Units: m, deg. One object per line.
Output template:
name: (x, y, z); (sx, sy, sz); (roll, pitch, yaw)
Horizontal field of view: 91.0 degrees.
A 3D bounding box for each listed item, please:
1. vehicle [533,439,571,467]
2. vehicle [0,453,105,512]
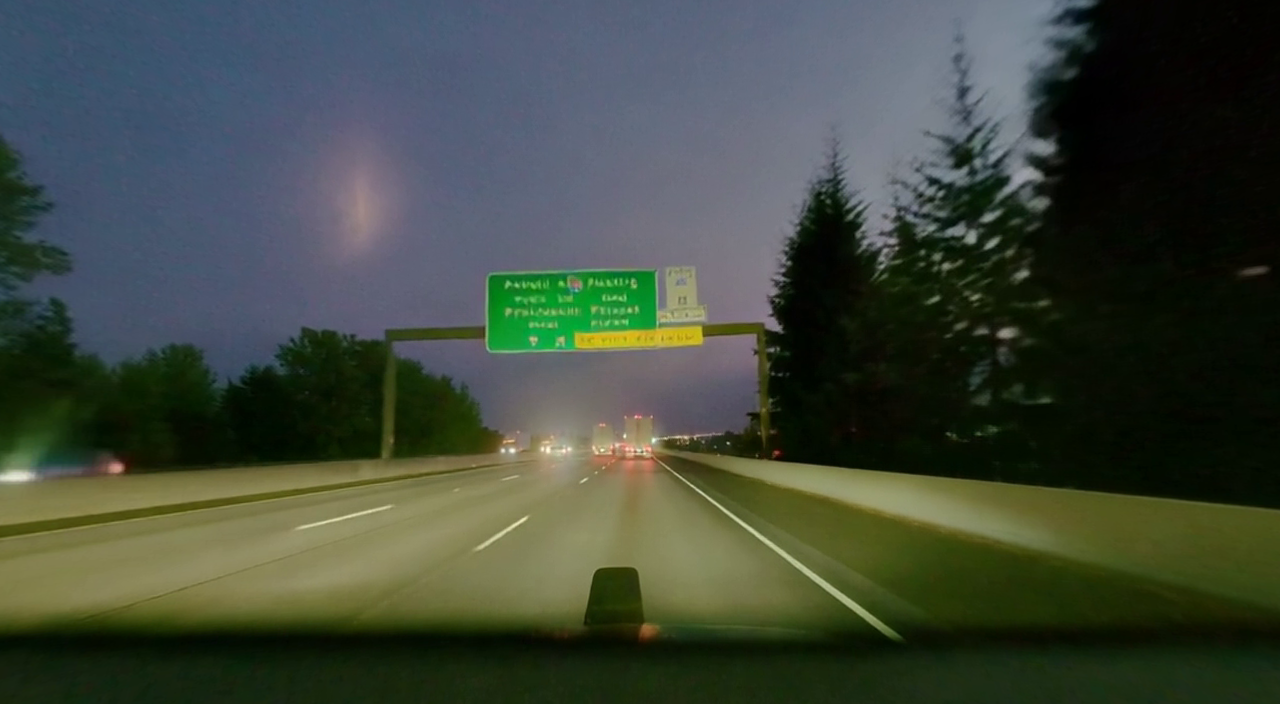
vehicle: (-6.156, 7.053, 44.418); (2.127, 1.839, 4.984); (0, -8, -2)
vehicle: (-18.934, 3.823, 18.516); (1.976, 1.575, 5.075); (0, -8, 0)
